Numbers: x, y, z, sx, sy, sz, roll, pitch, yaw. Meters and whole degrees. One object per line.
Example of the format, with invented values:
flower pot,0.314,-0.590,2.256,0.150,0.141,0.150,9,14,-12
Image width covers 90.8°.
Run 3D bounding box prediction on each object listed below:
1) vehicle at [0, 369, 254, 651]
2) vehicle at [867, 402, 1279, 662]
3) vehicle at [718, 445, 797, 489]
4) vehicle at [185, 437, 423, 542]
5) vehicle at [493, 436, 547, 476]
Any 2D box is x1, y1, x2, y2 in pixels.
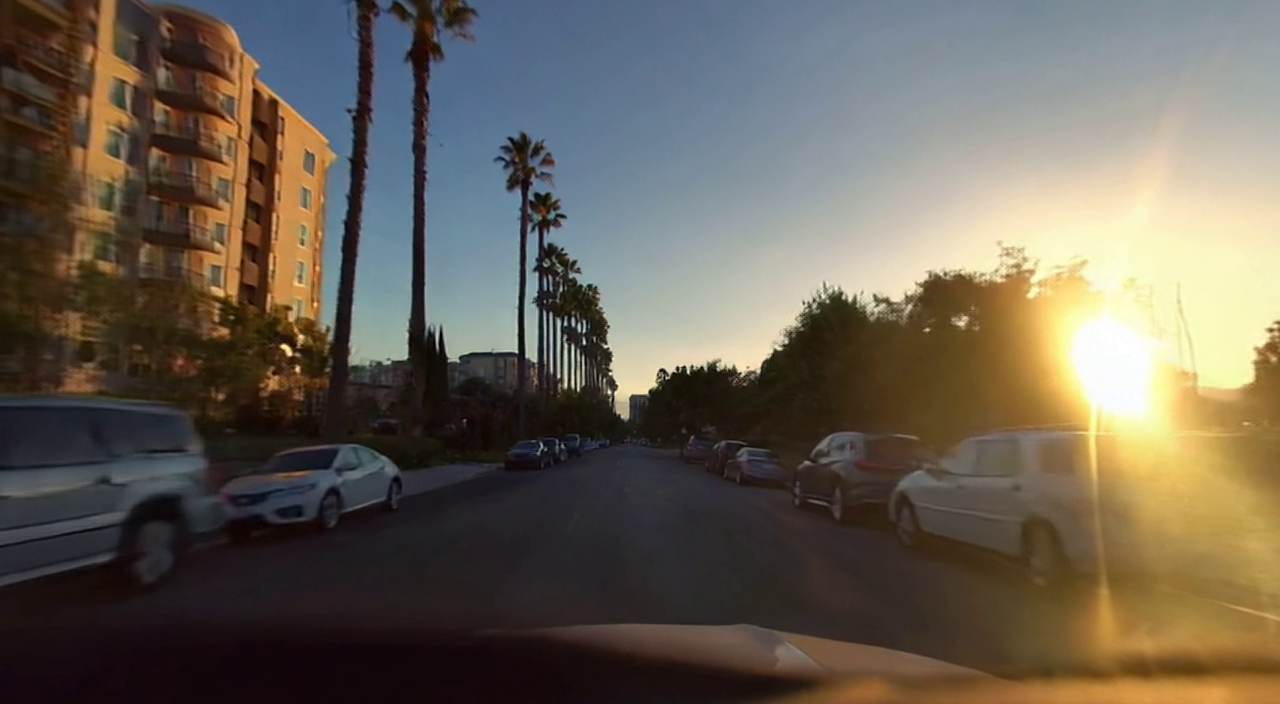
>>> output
vehicle,-5.552,1.092,4.404,2.358,1.905,5.615,0,-9,-3
vehicle,4.437,1.592,6.831,1.969,1.782,4.677,0,-8,-3
vehicle,4.213,4.192,23.414,1.909,1.449,4.513,0,-8,-2
vehicle,-5.748,2.366,11.685,1.949,1.512,4.783,0,-9,-3
vehicle,-5.953,5.207,31.935,1.947,1.806,4.413,2,-8,-2
